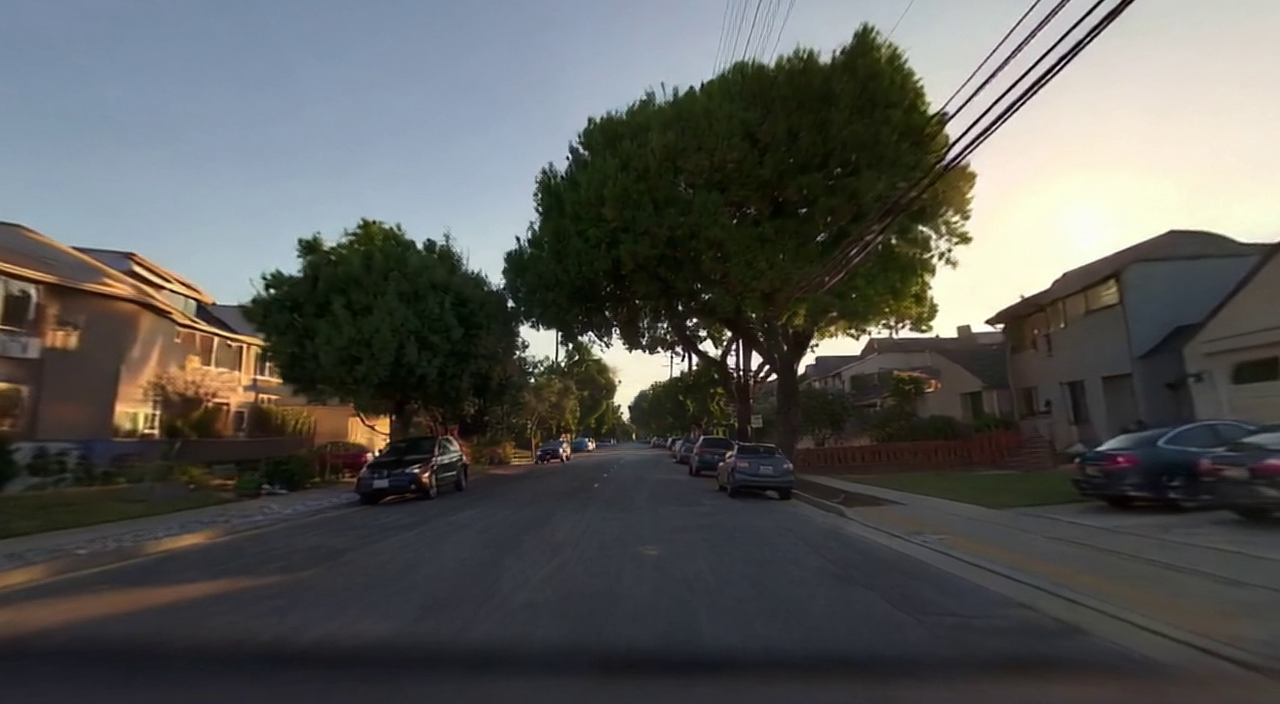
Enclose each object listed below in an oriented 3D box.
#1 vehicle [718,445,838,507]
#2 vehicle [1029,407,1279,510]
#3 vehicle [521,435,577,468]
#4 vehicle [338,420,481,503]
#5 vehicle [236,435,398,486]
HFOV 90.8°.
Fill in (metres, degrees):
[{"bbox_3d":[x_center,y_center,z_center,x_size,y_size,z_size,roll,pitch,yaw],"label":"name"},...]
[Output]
[{"bbox_3d":[3.151,2.896,15.260,1.827,1.286,3.684,1,-8,-4],"label":"vehicle"},{"bbox_3d":[9.454,1.768,10.690,4.210,1.541,2.260,0,-8,2],"label":"vehicle"},{"bbox_3d":[-5.887,6.598,41.570,2.398,1.910,5.999,-3,-11,4],"label":"vehicle"},{"bbox_3d":[-6.177,3.115,17.652,2.156,1.932,4.518,-2,-11,2],"label":"vehicle"},{"bbox_3d":[-11.286,3.822,22.365,4.529,1.677,2.204,0,-8,1],"label":"vehicle"}]
